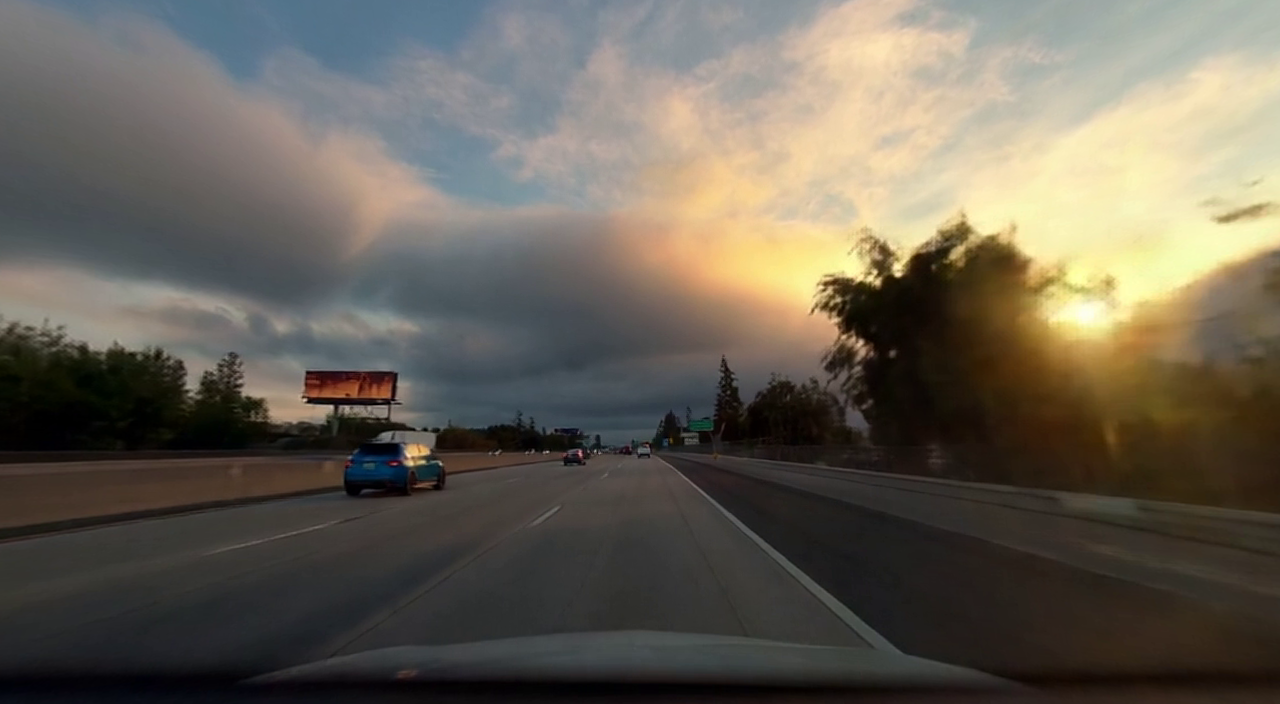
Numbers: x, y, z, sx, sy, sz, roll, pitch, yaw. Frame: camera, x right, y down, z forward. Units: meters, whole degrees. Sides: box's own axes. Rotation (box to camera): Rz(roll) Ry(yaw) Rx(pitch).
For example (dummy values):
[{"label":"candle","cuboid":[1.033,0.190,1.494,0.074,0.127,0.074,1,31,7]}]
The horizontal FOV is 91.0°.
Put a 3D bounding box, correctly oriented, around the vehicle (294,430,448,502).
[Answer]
[{"label":"vehicle","cuboid":[-7.172,3.090,17.470,2.055,1.683,4.804,0,-9,1]}]
